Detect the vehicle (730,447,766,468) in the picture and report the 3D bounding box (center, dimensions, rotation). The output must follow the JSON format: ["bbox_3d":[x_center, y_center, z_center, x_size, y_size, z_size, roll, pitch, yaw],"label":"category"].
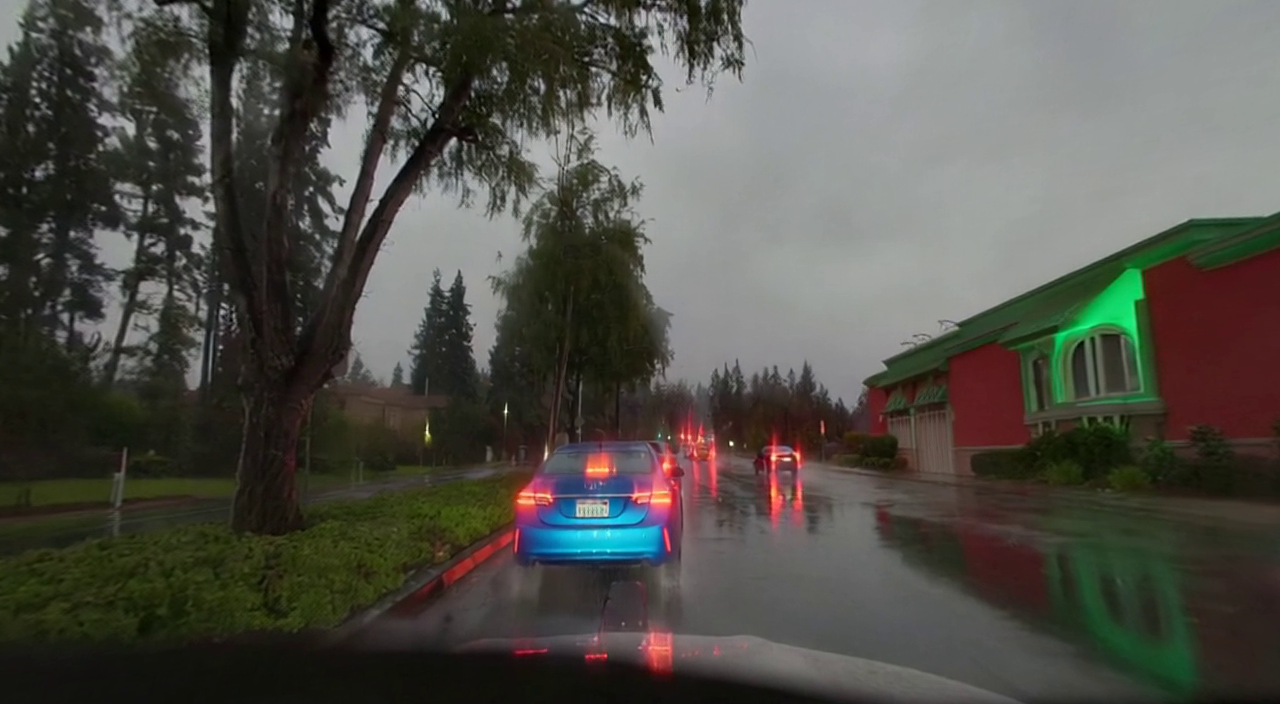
[{"bbox_3d":[8.088,7.926,47.449,1.887,1.516,4.419,0,-9,0],"label":"vehicle"}]

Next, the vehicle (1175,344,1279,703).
[{"bbox_3d":[3.414,0.542,0.686,1.946,1.648,4.230,0,-8,1],"label":"vehicle"}]

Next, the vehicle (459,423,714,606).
[{"bbox_3d":[-0.460,1.651,7.296,2.111,1.506,4.018,0,-8,0],"label":"vehicle"}]

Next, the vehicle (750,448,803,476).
[{"bbox_3d":[7.165,5.791,33.280,1.909,1.380,3.905,0,-8,0],"label":"vehicle"}]
